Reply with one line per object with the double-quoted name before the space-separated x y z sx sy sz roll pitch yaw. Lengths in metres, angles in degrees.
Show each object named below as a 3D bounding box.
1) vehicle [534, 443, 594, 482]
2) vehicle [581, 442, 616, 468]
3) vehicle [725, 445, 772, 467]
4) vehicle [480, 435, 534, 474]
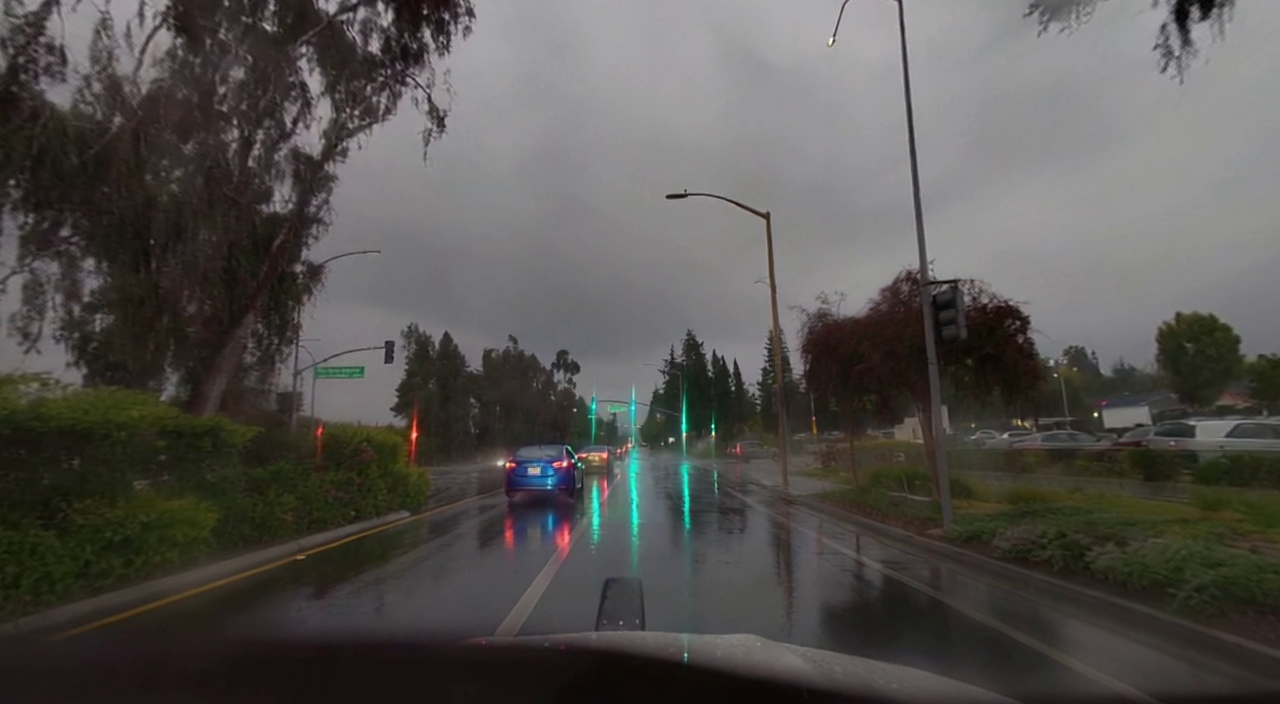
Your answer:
"vehicle" -3.104 4.615 26.556 1.979 1.492 3.930 0 -9 1
"vehicle" -2.786 6.963 42.900 2.055 1.679 4.155 0 -9 1
"vehicle" 7.329 6.950 42.474 1.945 1.410 4.284 -4 -10 26
"vehicle" -7.774 5.885 36.480 2.390 2.020 5.085 3 -9 -19
